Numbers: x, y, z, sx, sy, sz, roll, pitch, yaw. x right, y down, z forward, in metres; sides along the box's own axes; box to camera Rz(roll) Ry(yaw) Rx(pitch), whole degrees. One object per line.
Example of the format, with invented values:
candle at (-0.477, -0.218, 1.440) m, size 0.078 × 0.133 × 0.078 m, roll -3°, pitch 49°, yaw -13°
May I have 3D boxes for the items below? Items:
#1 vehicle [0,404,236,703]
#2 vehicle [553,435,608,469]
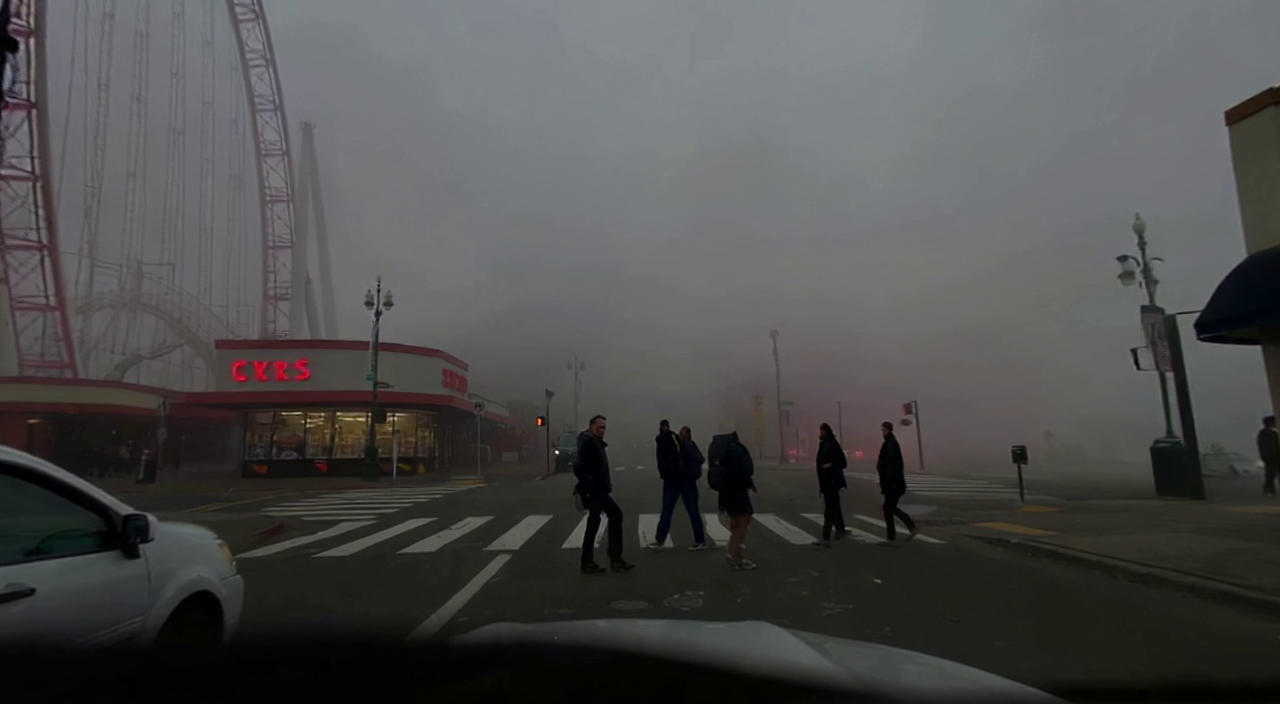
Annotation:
vehicle at (-3.372, 0.789, 1.188) m, size 1.940 × 1.505 × 4.676 m, roll -1°, pitch -9°, yaw 3°
vehicle at (-3.916, 6.357, 40.246) m, size 2.549 × 2.000 × 5.699 m, roll 2°, pitch -9°, yaw -15°
